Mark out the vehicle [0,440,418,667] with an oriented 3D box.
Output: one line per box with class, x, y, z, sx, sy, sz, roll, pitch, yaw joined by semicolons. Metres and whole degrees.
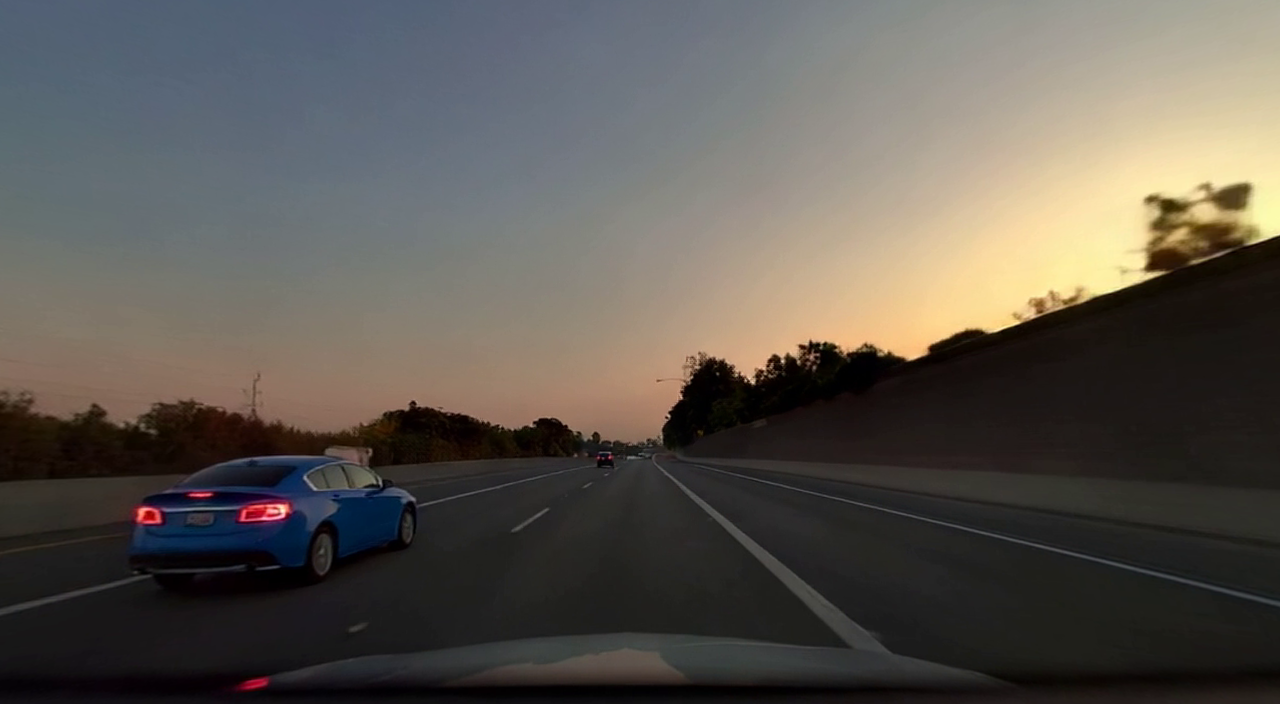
vehicle;-3.851;1.630;6.141;1.935;1.479;3.787;0;-9;1
